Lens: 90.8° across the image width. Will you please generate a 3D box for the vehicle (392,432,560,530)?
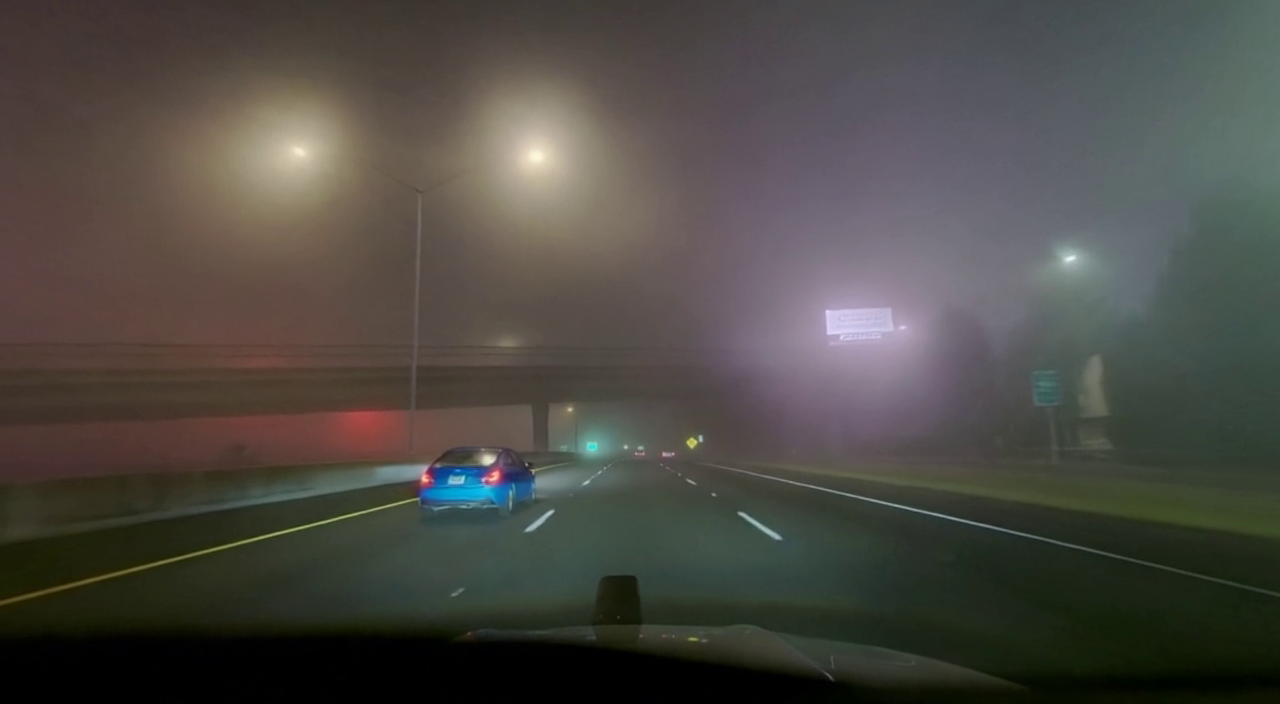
[{"bbox_3d":[-2.938,2.437,12.518,2.029,1.557,4.570,0,-9,1],"label":"vehicle"}]
